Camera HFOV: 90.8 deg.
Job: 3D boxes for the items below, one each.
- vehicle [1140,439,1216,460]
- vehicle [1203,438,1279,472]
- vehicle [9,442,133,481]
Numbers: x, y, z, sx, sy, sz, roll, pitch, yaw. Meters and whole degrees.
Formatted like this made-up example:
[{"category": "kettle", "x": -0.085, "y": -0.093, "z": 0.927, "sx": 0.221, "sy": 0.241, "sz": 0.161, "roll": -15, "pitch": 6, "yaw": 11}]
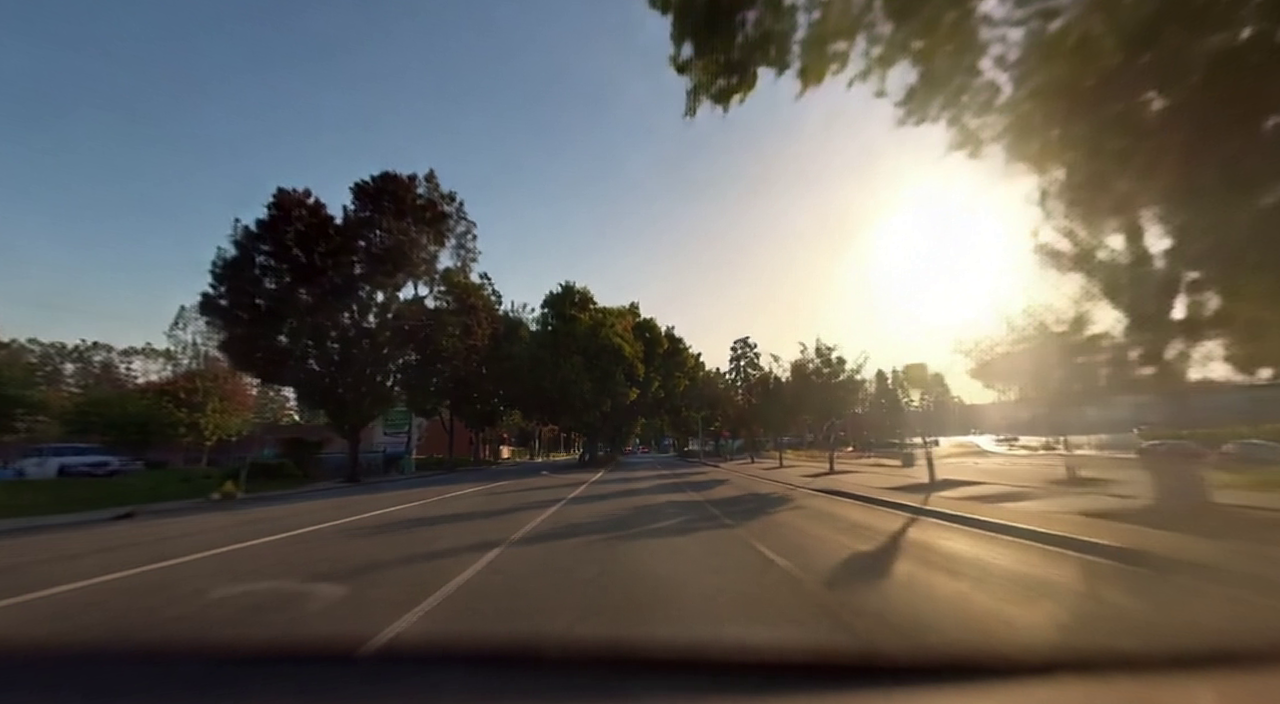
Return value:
[{"category": "vehicle", "x": 42.109, "y": 7.605, "z": 49.582, "sx": 1.875, "sy": 1.482, "sz": 4.768, "roll": -2, "pitch": -8, "yaw": 2}, {"category": "vehicle", "x": 34.035, "y": 5.589, "z": 34.517, "sx": 1.999, "sy": 1.674, "sz": 4.627, "roll": -2, "pitch": -8, "yaw": -3}, {"category": "vehicle", "x": -23.788, "y": 4.581, "z": 26.504, "sx": 3.548, "sy": 1.544, "sz": 1.641, "roll": 0, "pitch": -9, "yaw": 1}]
